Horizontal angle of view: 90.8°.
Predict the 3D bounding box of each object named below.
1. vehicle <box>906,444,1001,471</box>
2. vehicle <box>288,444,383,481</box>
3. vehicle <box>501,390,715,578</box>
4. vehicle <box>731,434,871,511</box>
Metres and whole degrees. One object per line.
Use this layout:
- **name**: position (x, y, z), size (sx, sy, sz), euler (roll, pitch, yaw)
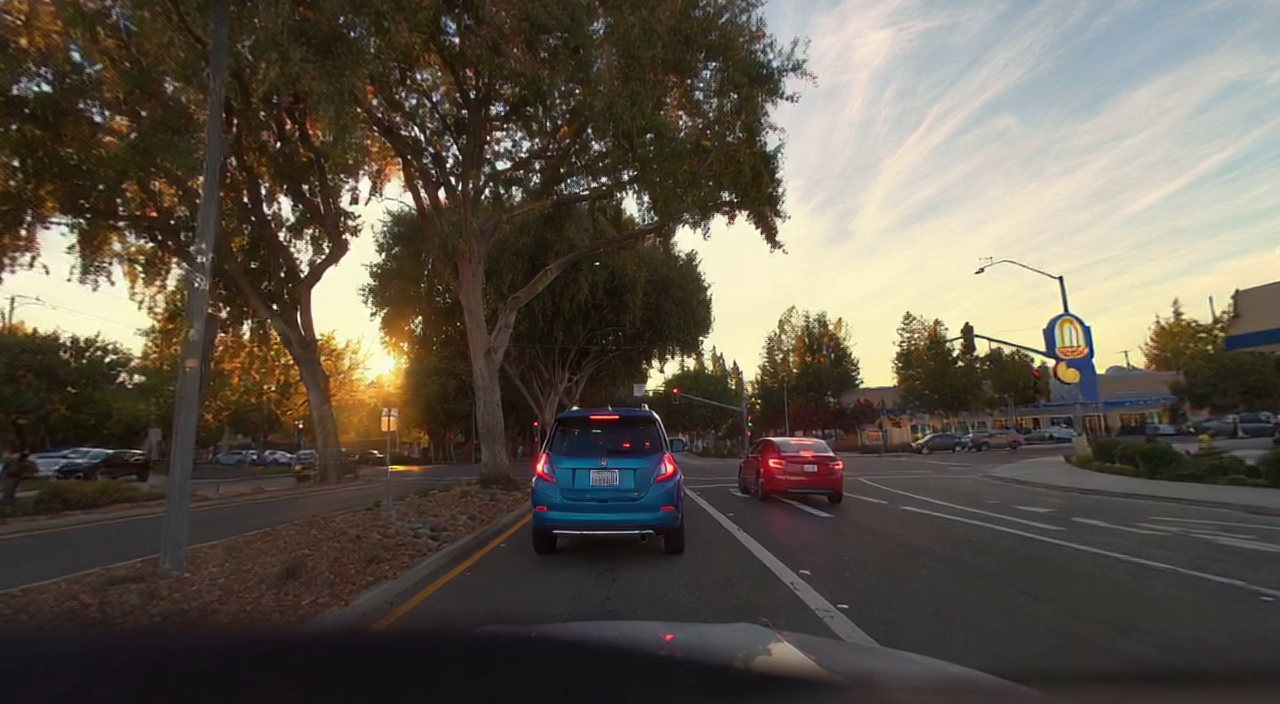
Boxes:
- **vehicle**: position (17.195, 5.776, 34.780), size (4.290, 1.427, 1.751), euler (0, -9, 2)
- **vehicle**: position (-13.131, 4.773, 27.624), size (1.983, 1.460, 4.456), euler (0, -9, -1)
- **vehicle**: position (-0.298, 1.648, 8.624), size (2.096, 1.837, 4.687), euler (0, -9, 0)
- **vehicle**: position (3.642, 2.820, 15.362), size (2.098, 1.555, 4.778), euler (0, -9, -1)
